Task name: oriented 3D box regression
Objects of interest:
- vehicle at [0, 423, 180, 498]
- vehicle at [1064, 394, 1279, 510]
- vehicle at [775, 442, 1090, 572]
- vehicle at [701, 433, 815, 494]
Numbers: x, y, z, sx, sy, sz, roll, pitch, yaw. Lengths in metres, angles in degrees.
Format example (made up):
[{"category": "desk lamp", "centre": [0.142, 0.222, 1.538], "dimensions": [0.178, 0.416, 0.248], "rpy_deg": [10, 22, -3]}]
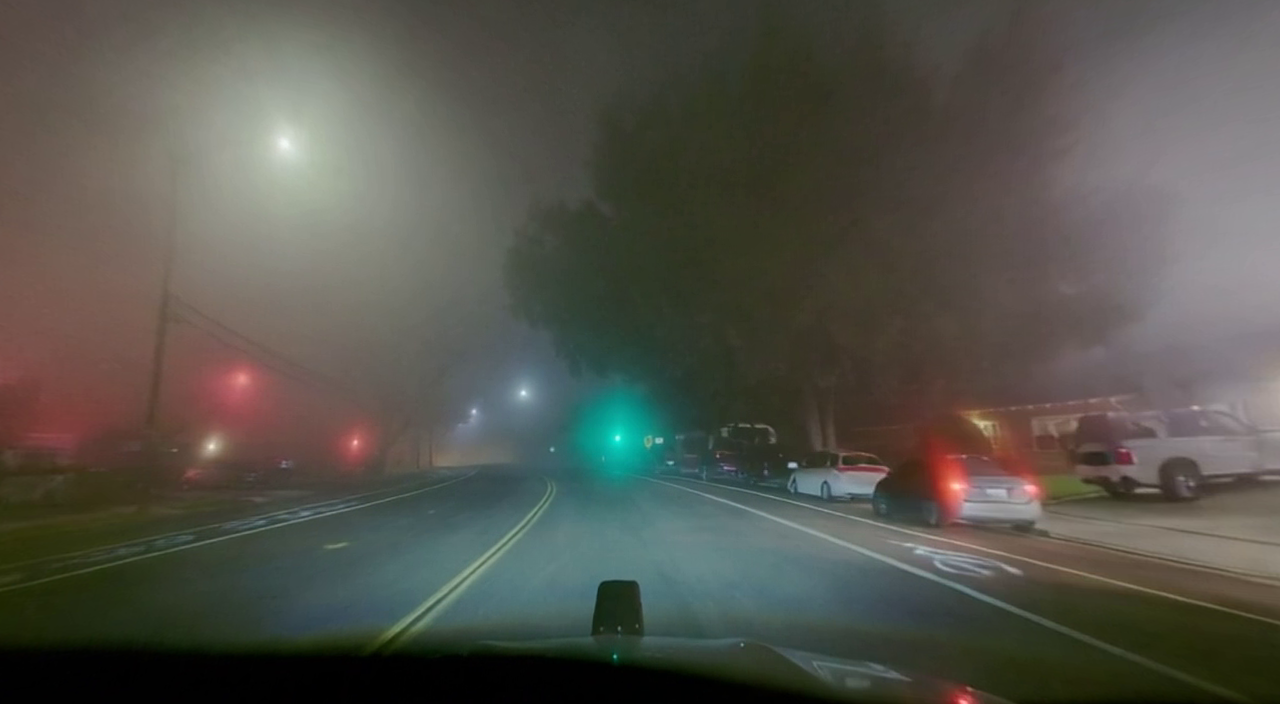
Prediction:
[{"category": "vehicle", "centre": [-19.574, 3.667, 21.490], "dimensions": [5.680, 2.354, 2.326], "rpy_deg": [1, -10, -12]}, {"category": "vehicle", "centre": [14.420, 2.347, 14.793], "dimensions": [6.635, 2.414, 2.896], "rpy_deg": [-2, -11, 6]}, {"category": "vehicle", "centre": [4.591, 2.467, 11.163], "dimensions": [2.713, 1.671, 4.939], "rpy_deg": [1, -8, -8]}, {"category": "vehicle", "centre": [4.449, 4.381, 25.407], "dimensions": [2.670, 2.085, 6.775], "rpy_deg": [1, -9, -5]}]
